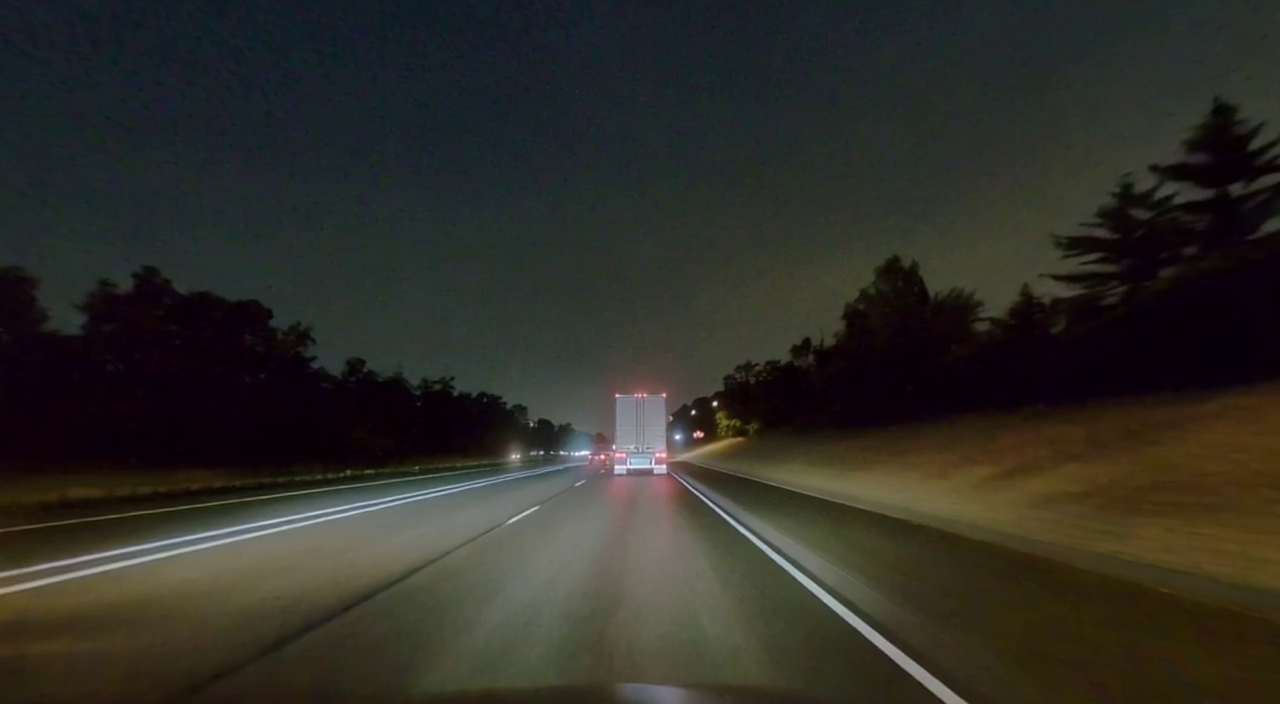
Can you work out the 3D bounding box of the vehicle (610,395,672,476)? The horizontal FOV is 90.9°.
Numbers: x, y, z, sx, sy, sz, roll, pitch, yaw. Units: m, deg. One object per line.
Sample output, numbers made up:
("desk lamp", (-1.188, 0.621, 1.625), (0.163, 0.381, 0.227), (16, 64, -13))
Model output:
("vehicle", (0.033, 4.758, 34.972), (2.959, 3.828, 9.617), (0, -9, 0))
